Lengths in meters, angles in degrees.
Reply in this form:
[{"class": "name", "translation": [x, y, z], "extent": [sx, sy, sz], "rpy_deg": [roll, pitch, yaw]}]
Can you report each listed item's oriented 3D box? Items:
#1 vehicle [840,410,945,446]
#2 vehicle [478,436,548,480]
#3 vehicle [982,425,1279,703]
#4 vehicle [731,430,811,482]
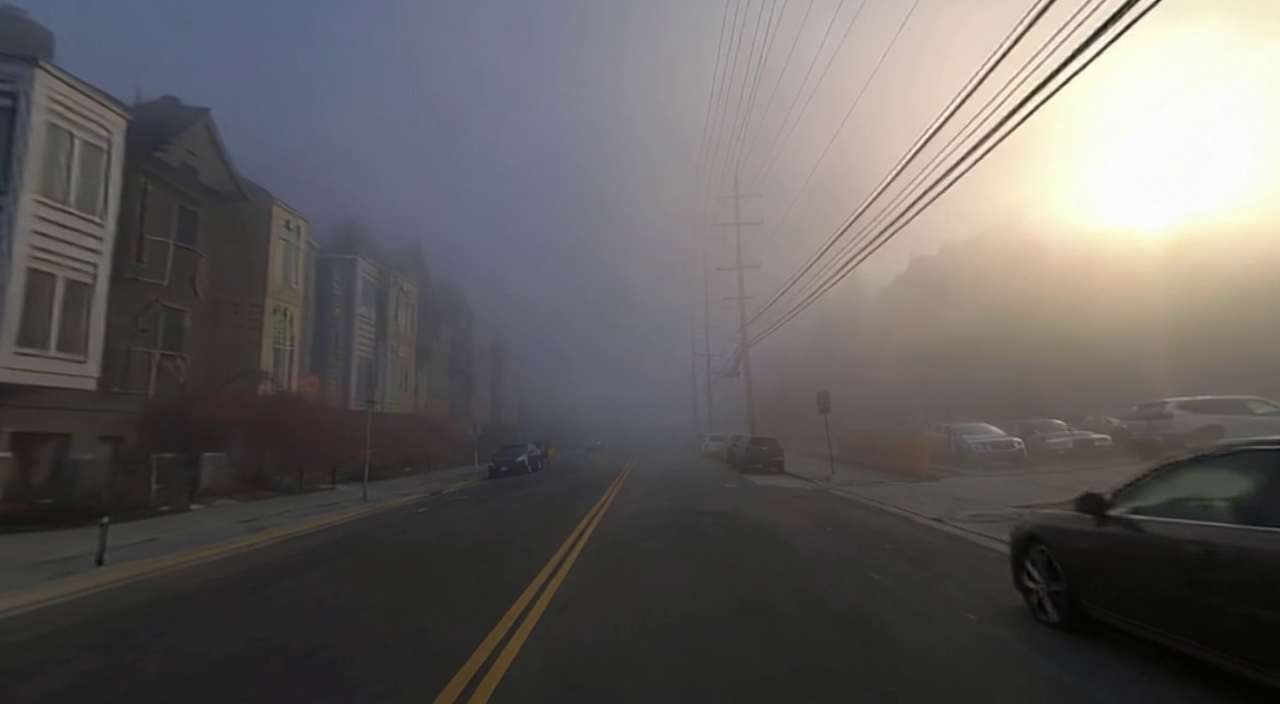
[{"class": "vehicle", "translation": [14.088, 4.341, 35.639], "extent": [2.152, 1.875, 5.778], "rpy_deg": [3, -8, -19]}, {"class": "vehicle", "translation": [-5.175, 4.353, 26.338], "extent": [1.913, 1.672, 4.267], "rpy_deg": [0, -8, 2]}, {"class": "vehicle", "translation": [3.821, 1.059, 2.869], "extent": [1.928, 1.440, 4.738], "rpy_deg": [0, -8, 1]}, {"class": "vehicle", "translation": [4.397, 3.546, 21.789], "extent": [1.914, 1.591, 3.892], "rpy_deg": [0, -8, 0]}]
